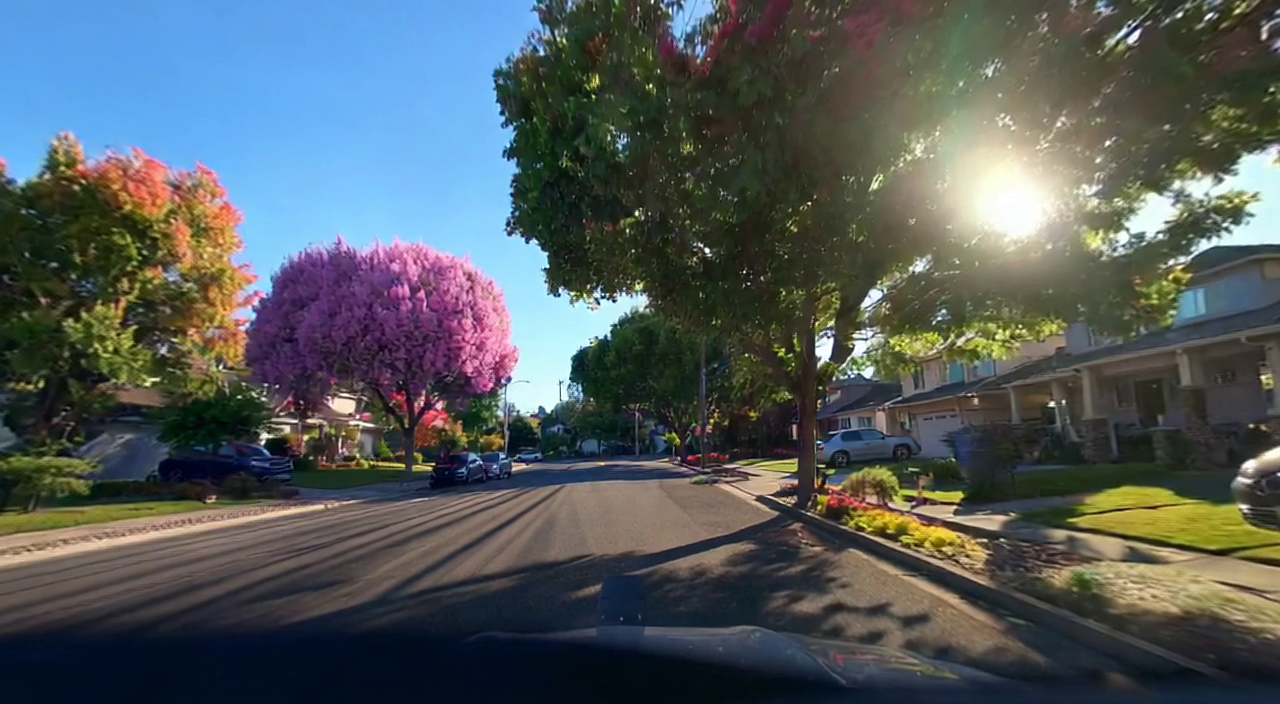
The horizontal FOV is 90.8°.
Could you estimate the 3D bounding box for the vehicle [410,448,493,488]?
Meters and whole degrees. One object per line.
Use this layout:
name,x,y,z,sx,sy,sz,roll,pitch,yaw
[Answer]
vehicle,-7.741,4.806,26.467,2.034,1.493,4.524,0,-9,1

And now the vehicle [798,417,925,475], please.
vehicle,8.486,3.649,24.493,4.025,1.738,1.920,-6,-9,-1

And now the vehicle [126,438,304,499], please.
vehicle,-14.383,3.956,21.616,4.538,1.687,1.955,4,-9,-1
